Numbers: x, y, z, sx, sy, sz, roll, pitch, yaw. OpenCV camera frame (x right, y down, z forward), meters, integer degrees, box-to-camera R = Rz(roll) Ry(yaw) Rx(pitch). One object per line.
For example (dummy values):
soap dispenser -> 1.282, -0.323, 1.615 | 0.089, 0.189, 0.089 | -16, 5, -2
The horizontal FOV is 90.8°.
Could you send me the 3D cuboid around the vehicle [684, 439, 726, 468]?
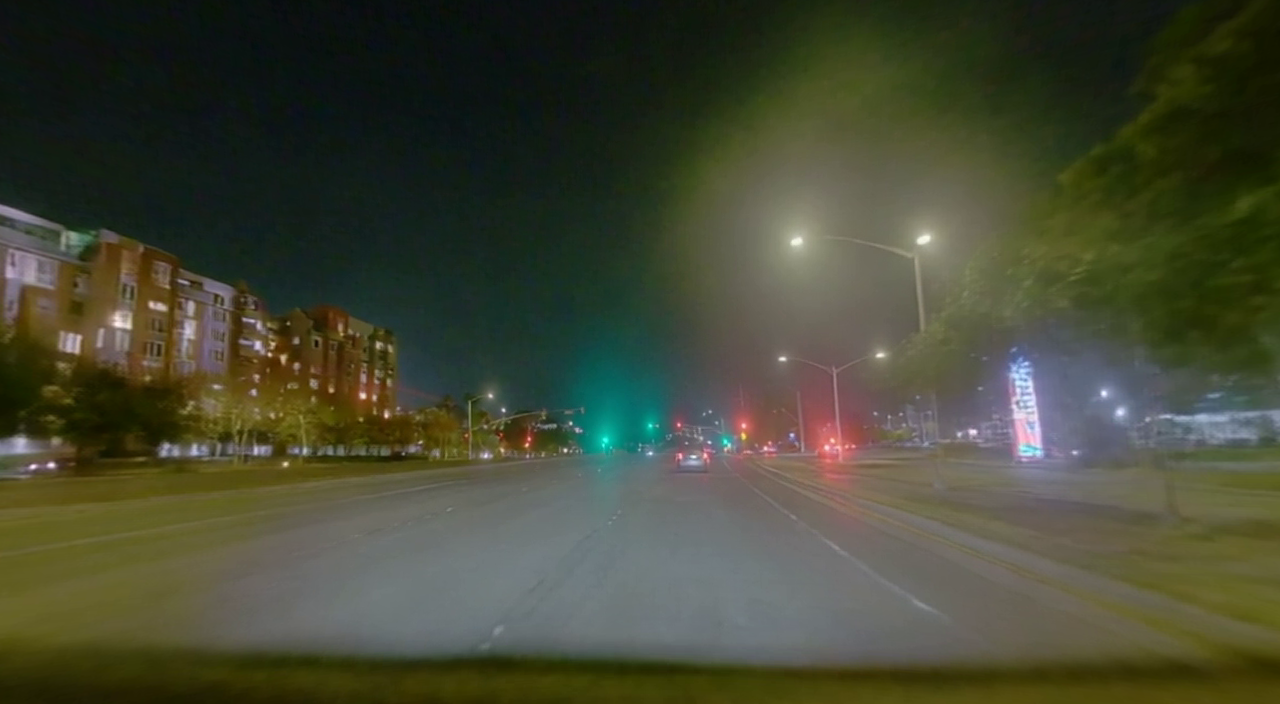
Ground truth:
vehicle -> 3.581, 5.682, 35.554 | 2.133, 1.481, 4.276 | -1, -8, 4
